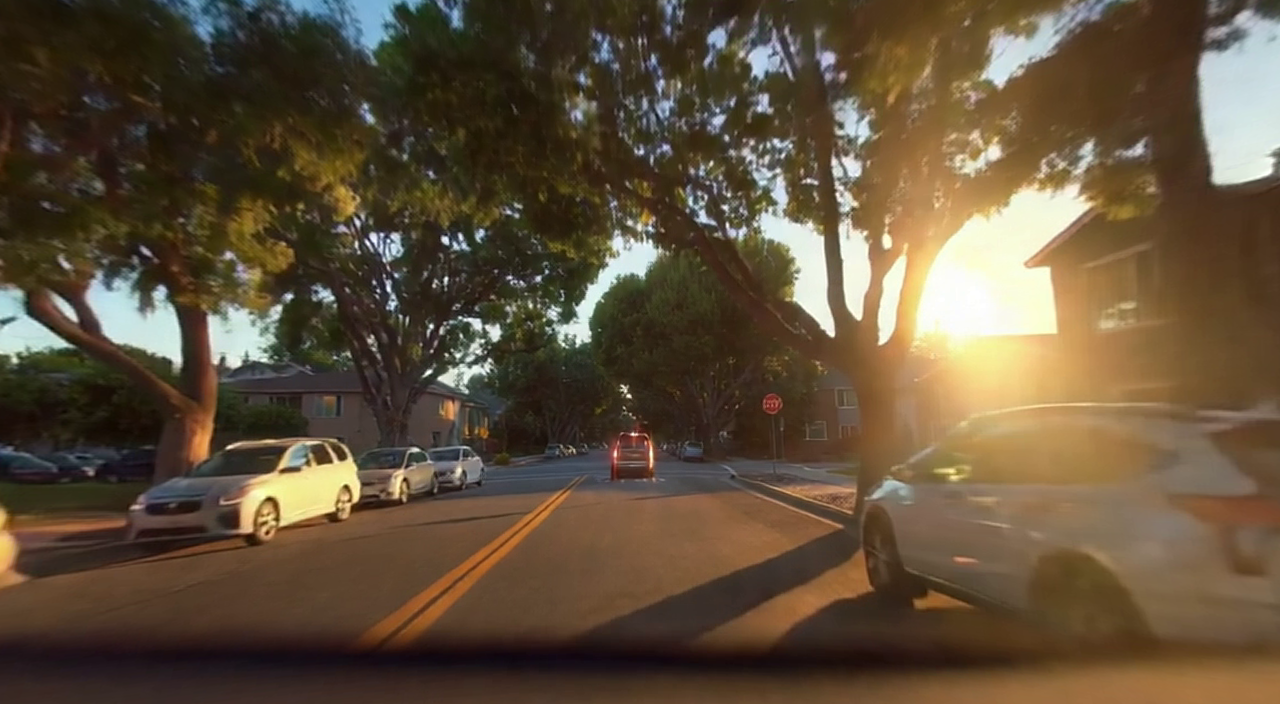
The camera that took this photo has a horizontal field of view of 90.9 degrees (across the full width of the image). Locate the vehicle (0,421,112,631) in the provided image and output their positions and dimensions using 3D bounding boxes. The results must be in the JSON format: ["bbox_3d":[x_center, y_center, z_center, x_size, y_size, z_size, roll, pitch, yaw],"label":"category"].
[{"bbox_3d":[-5.983,1.218,3.860,1.955,1.659,4.324,1,-8,-5],"label":"vehicle"}]

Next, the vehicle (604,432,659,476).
[{"bbox_3d":[-0.360,4.338,27.084,2.172,1.722,4.201,0,-8,-1],"label":"vehicle"}]

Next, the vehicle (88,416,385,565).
[{"bbox_3d":[-6.000,2.067,10.193,1.899,1.615,4.624,-7,-8,-2],"label":"vehicle"}]

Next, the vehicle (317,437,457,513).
[{"bbox_3d":[-6.203,3.039,16.031,1.975,1.515,4.179,-3,-9,-2],"label":"vehicle"}]

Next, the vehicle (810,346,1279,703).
[{"bbox_3d":[2.721,1.077,4.009,2.071,1.608,4.547,0,-7,1],"label":"vehicle"}]
